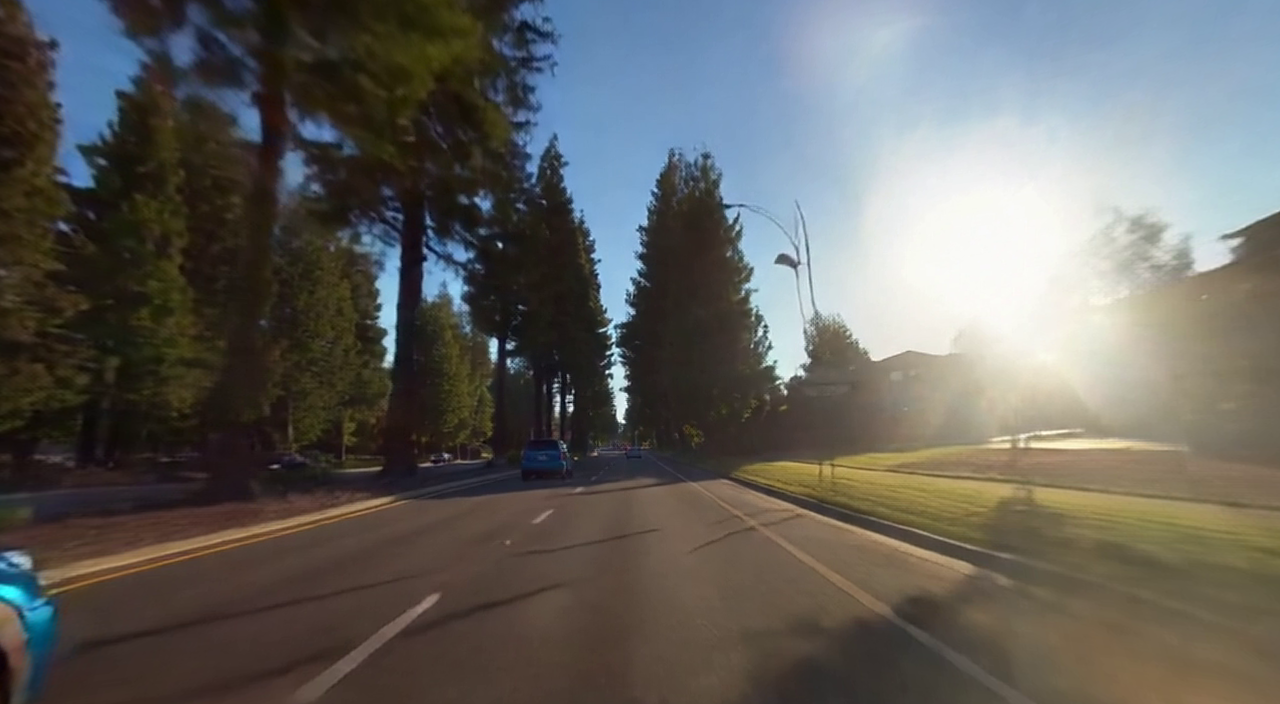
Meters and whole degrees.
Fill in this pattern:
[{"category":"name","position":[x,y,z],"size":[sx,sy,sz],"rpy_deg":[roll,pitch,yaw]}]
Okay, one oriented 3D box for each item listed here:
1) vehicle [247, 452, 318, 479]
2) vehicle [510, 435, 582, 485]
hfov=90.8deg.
[{"category":"vehicle","position":[-21.320,6.783,37.887],"size":[1.759,1.458,4.302],"rpy_deg":[0,-8,0]},{"category":"vehicle","position":[-3.529,4.133,24.521],"size":[2.078,1.748,4.279],"rpy_deg":[0,-8,0]}]
